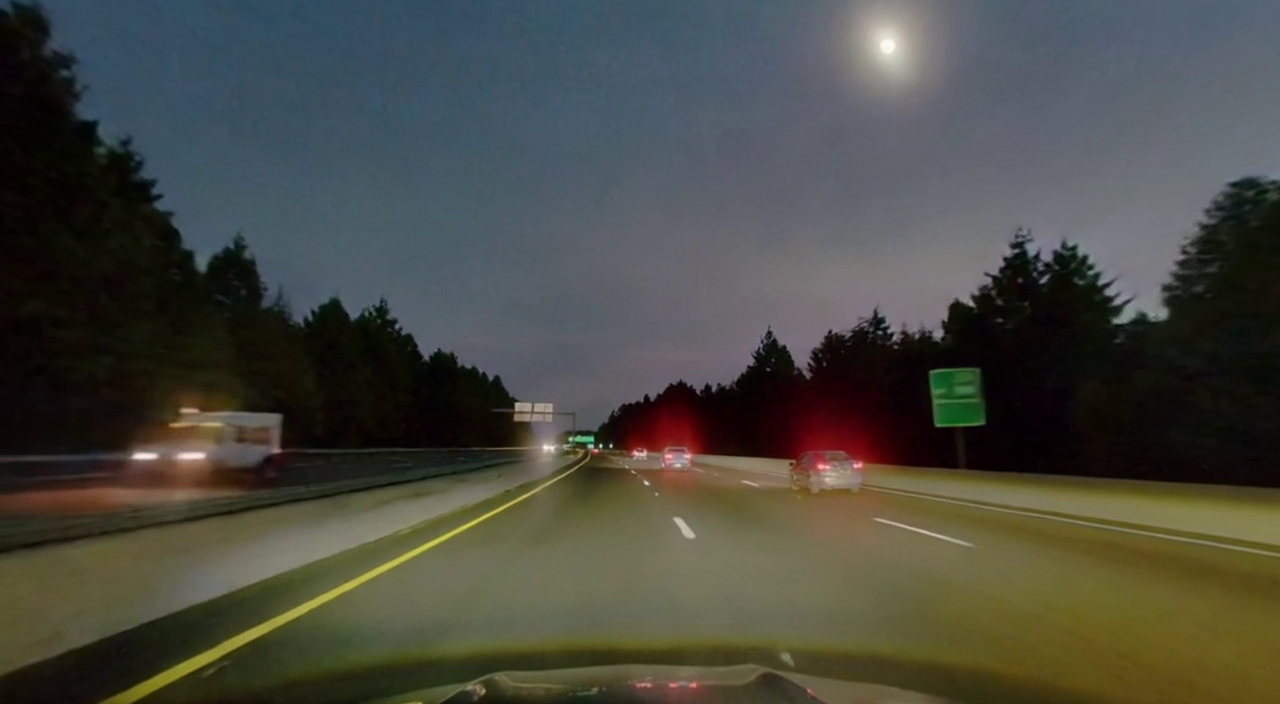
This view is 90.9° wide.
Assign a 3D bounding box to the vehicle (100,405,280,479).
[{"bbox_3d":[-15.134,3.116,21.746,2.293,2.215,5.346,1,-8,-2],"label":"vehicle"}]

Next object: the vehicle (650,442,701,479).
[{"bbox_3d":[1.573,5.008,29.405,2.011,1.590,3.607,1,-8,-3],"label":"vehicle"}]
